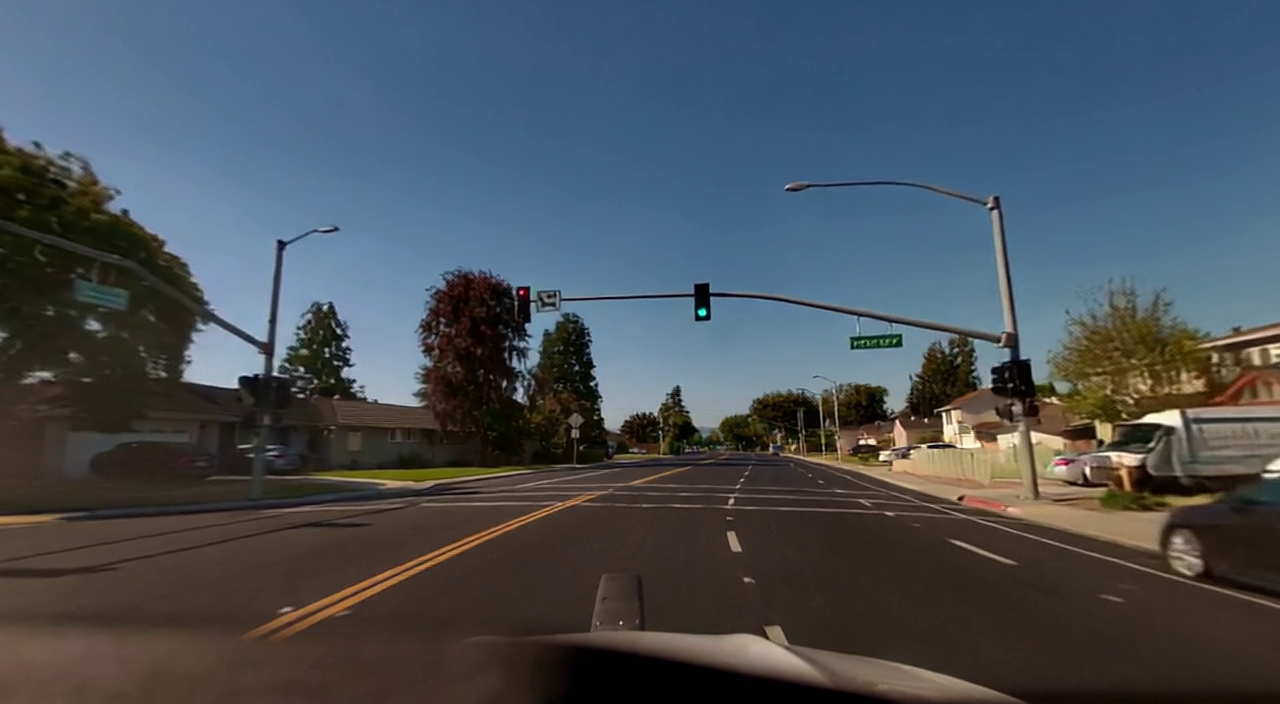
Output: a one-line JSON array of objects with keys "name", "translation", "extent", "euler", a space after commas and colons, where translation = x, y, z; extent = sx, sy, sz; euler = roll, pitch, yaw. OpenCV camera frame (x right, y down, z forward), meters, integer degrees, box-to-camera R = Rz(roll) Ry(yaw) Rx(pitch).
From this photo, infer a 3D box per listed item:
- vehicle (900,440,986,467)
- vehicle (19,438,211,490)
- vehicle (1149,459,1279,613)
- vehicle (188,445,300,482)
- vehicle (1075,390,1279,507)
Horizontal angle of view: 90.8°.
[{"name": "vehicle", "translation": [21.041, 7.081, 44.098], "extent": [4.854, 1.803, 2.179], "euler": [-1, -9, 5]}, {"name": "vehicle", "translation": [-19.327, 4.161, 23.483], "extent": [2.076, 1.703, 5.095], "euler": [-8, -13, 42]}, {"name": "vehicle", "translation": [7.445, 1.813, 5.701], "extent": [1.999, 1.518, 4.609], "euler": [3, -9, 2]}, {"name": "vehicle", "translation": [-17.793, 5.005, 28.618], "extent": [1.786, 1.500, 4.021], "euler": [-3, -9, 15]}, {"name": "vehicle", "translation": [15.197, 2.565, 16.832], "extent": [5.083, 2.829, 2.600], "euler": [-2, -9, 10]}]
